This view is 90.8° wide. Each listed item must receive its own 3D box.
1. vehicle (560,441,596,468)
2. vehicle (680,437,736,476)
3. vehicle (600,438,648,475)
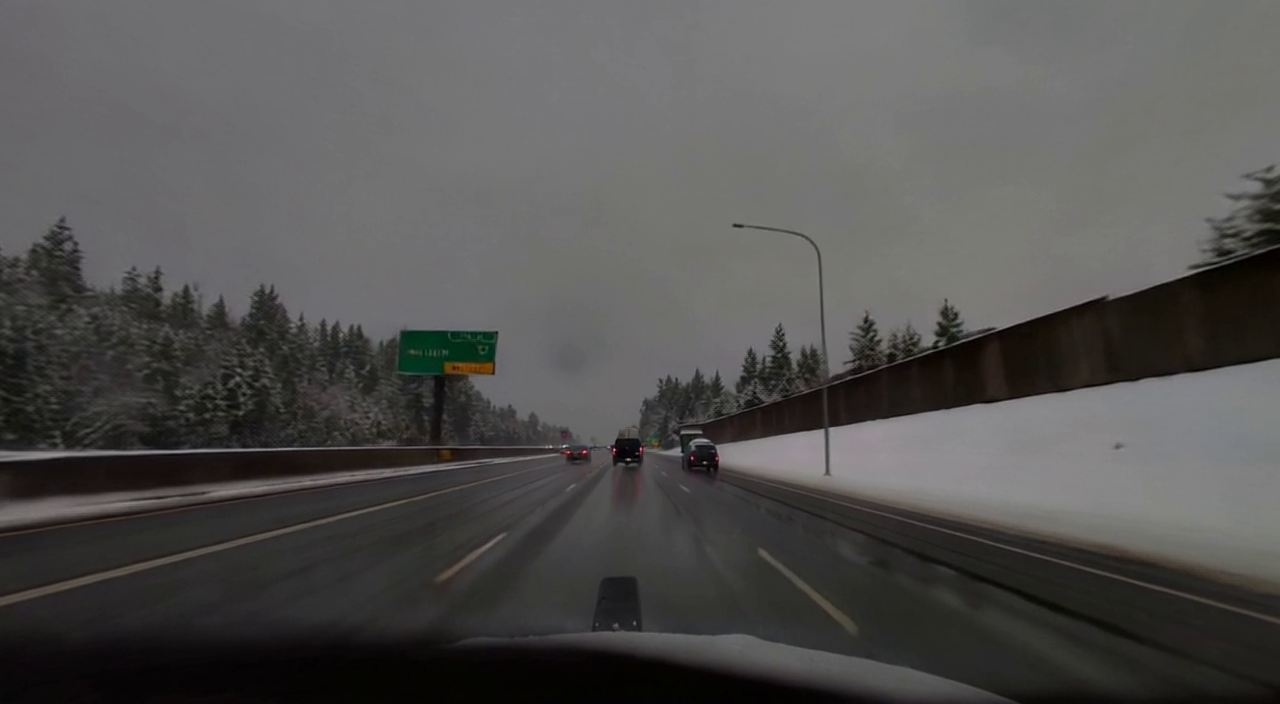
[{"bbox_3d":[-4.163,6.957,43.164,2.023,1.709,4.263,0,-8,0],"label":"vehicle"},{"bbox_3d":[3.230,5.113,31.073,2.160,1.759,4.214,0,-8,-2],"label":"vehicle"},{"bbox_3d":[-0.798,5.377,32.759,2.297,1.783,4.355,0,-8,-1],"label":"vehicle"}]
